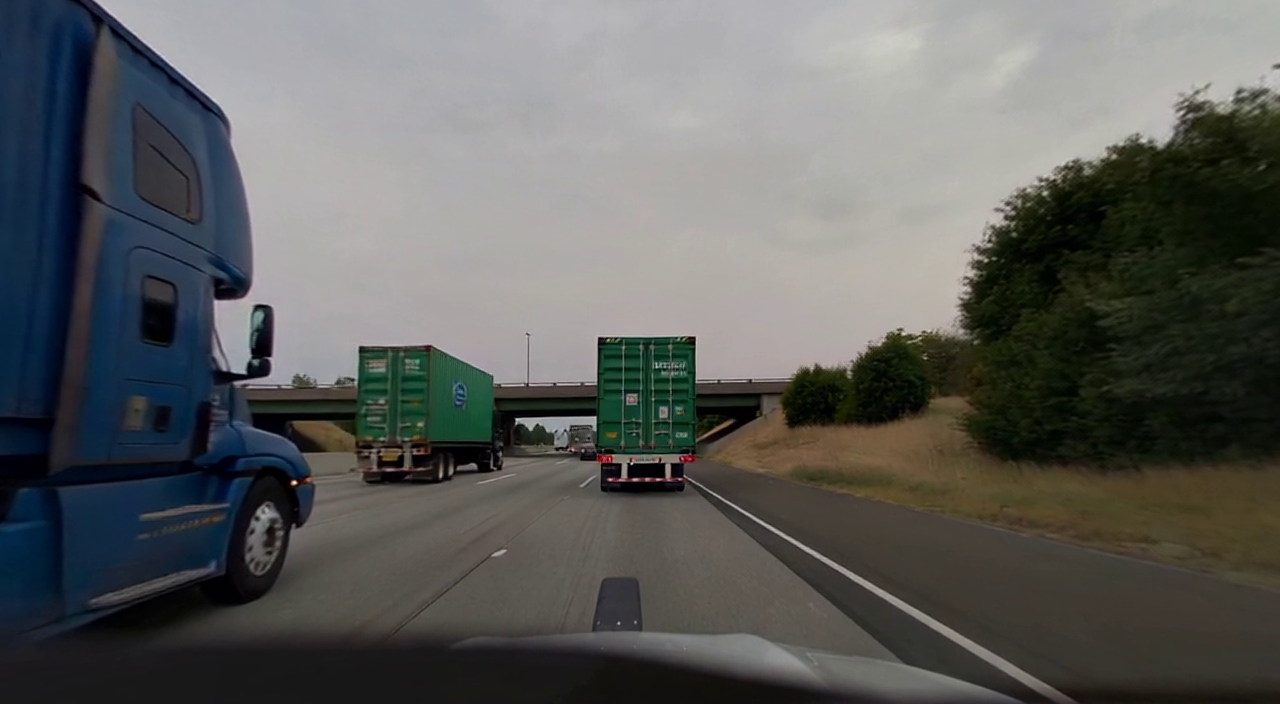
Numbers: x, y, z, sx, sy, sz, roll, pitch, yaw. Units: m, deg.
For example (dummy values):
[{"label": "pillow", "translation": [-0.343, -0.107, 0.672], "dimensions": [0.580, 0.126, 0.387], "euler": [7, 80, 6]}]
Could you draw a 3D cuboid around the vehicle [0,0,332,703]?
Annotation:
[{"label": "vehicle", "translation": [-3.497, -0.451, 0.129], "dimensions": [3.187, 3.949, 6.963], "euler": [-1, -9, 1]}]

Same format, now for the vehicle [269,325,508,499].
[{"label": "vehicle", "translation": [-7.183, 2.268, 20.979], "dimensions": [3.023, 4.139, 11.860], "euler": [0, -9, 0]}]

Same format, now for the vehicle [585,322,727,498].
[{"label": "vehicle", "translation": [0.285, 1.910, 18.961], "dimensions": [3.357, 4.212, 7.519], "euler": [0, -9, -1]}]
